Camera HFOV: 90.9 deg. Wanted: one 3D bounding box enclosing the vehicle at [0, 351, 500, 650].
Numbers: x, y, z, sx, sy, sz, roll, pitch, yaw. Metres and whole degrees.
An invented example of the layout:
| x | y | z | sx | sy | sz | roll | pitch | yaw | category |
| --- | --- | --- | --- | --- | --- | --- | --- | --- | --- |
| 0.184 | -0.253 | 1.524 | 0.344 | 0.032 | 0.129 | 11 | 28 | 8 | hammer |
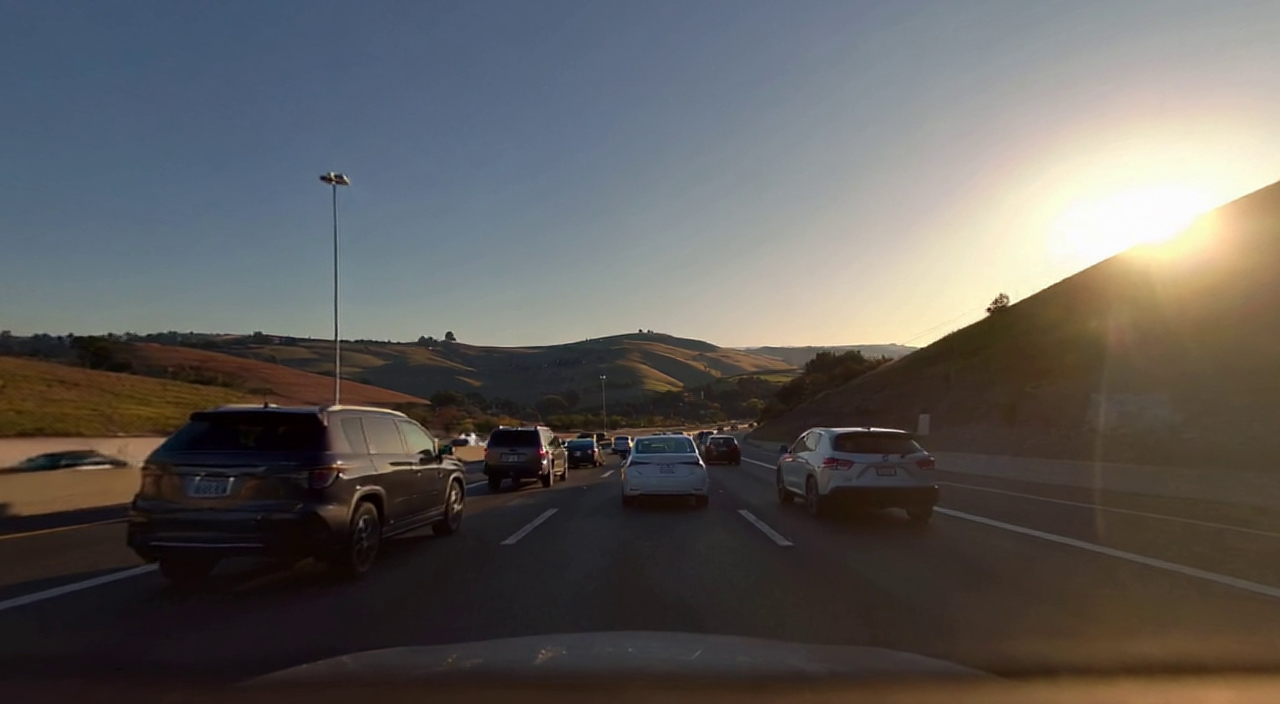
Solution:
| x | y | z | sx | sy | sz | roll | pitch | yaw | category |
| --- | --- | --- | --- | --- | --- | --- | --- | --- | --- |
| -3.326 | 1.321 | 6.783 | 2.301 | 1.902 | 5.374 | 0 | -8 | 1 | vehicle |

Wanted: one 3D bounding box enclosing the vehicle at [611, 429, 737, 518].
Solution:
| x | y | z | sx | sy | sz | roll | pitch | yaw | category |
| --- | --- | --- | --- | --- | --- | --- | --- | --- | --- |
| 0.590 | 2.363 | 12.814 | 2.105 | 1.471 | 4.349 | 0 | -8 | 1 | vehicle |

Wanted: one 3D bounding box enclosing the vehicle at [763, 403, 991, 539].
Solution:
| x | y | z | sx | sy | sz | roll | pitch | yaw | category |
| --- | --- | --- | --- | --- | --- | --- | --- | --- | --- |
| 3.544 | 1.887 | 10.567 | 2.046 | 1.765 | 4.534 | 0 | -8 | 0 | vehicle |

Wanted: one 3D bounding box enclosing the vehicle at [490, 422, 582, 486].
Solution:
| x | y | z | sx | sy | sz | roll | pitch | yaw | category |
| --- | --- | --- | --- | --- | --- | --- | --- | --- | --- |
| -3.216 | 3.284 | 20.567 | 1.997 | 1.806 | 5.002 | 0 | -8 | 2 | vehicle |

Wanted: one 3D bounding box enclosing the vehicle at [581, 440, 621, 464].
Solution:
| x | y | z | sx | sy | sz | roll | pitch | yaw | category |
| --- | --- | --- | --- | --- | --- | --- | --- | --- | --- |
| -2.328 | 6.114 | 38.767 | 1.973 | 1.378 | 3.677 | -1 | -8 | 4 | vehicle |
